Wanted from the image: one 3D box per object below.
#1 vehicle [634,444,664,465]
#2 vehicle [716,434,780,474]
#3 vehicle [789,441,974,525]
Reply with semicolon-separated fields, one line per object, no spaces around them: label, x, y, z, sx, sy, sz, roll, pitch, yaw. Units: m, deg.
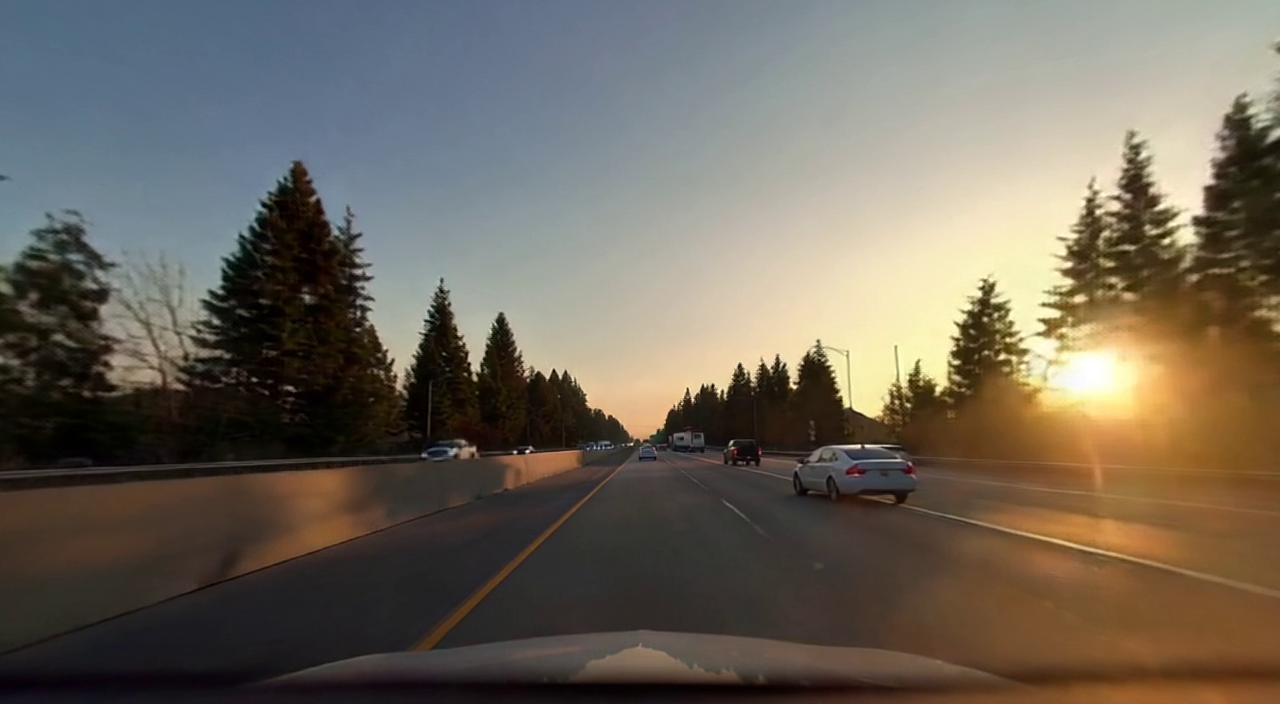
vehicle;0.608;7.375;45.364;2.052;1.472;4.295;0;-8;0
vehicle;5.564;5.338;33.067;2.206;1.902;5.460;0;-8;-2
vehicle;4.861;2.665;13.554;1.904;1.453;4.789;0;-8;-3
